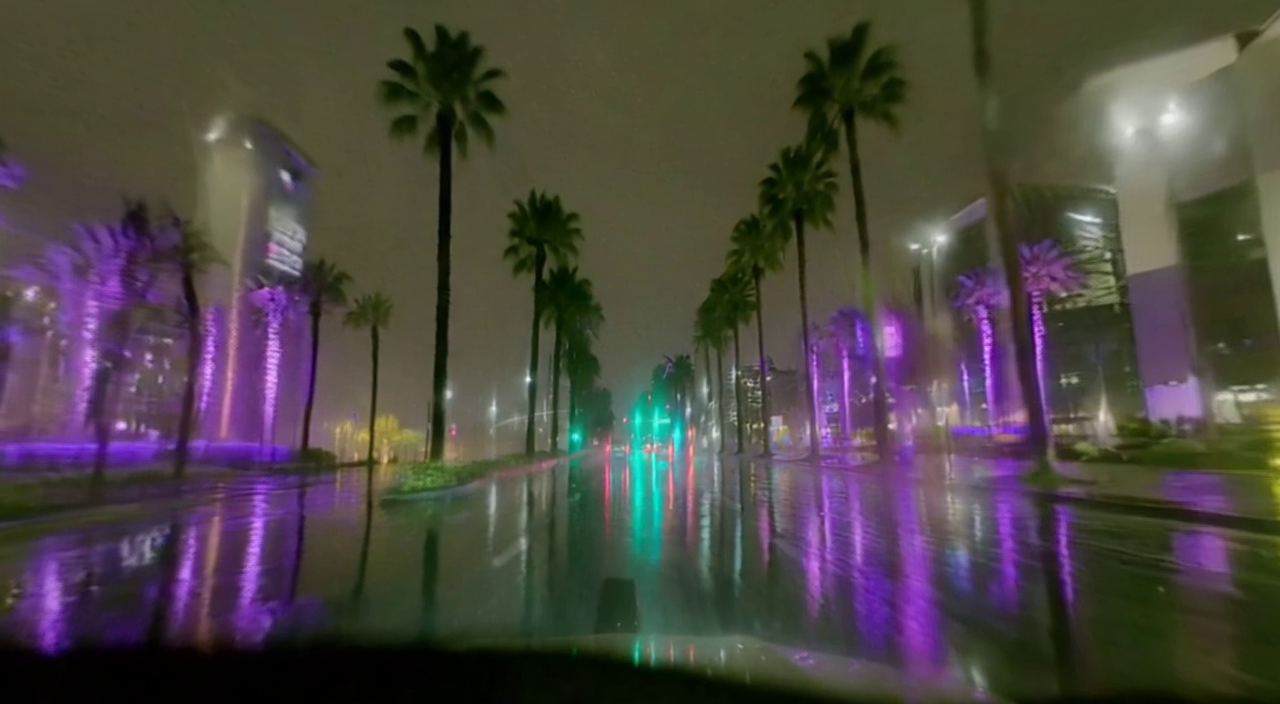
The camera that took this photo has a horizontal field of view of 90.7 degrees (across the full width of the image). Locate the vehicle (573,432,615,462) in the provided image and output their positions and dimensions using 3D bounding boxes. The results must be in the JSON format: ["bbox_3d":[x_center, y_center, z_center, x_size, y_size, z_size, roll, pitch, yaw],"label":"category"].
[{"bbox_3d":[-3.338,7.136,47.436,2.672,2.064,5.681,0,-9,0],"label":"vehicle"}]

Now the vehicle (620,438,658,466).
[{"bbox_3d":[-0.027,6.128,38.817,2.160,1.615,4.117,0,-9,1],"label":"vehicle"}]
